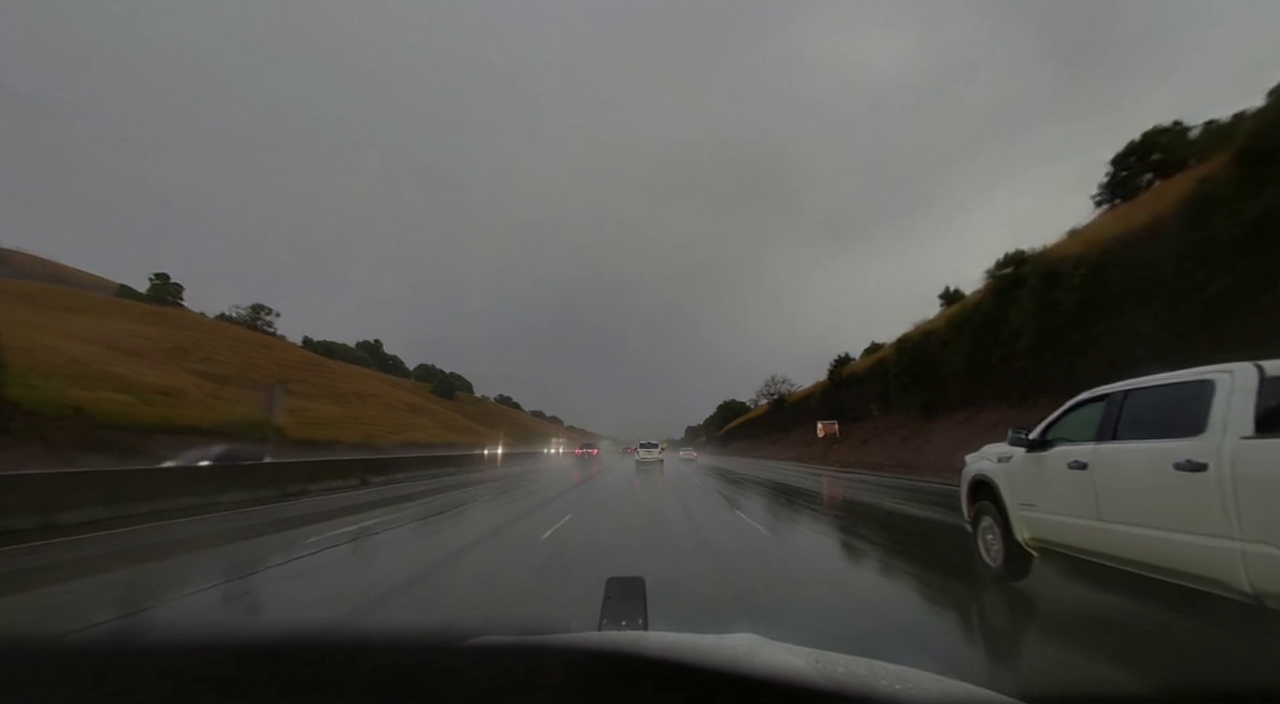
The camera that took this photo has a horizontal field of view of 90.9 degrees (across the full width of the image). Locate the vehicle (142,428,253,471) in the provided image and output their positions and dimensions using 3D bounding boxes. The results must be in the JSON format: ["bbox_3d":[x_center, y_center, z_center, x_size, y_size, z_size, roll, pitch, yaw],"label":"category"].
[{"bbox_3d":[-16.171,3.647,23.238,1.641,1.382,3.344,-2,-11,0],"label":"vehicle"}]

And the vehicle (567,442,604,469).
[{"bbox_3d":[-3.598,6.952,42.588,2.076,1.690,4.113,0,-8,1],"label":"vehicle"}]

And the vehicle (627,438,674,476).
[{"bbox_3d":[0.471,5.041,30.494,2.086,1.685,4.206,0,-8,0],"label":"vehicle"}]

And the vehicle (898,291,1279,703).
[{"bbox_3d":[4.239,0.896,4.017,2.700,1.980,5.866,0,-8,0],"label":"vehicle"}]
